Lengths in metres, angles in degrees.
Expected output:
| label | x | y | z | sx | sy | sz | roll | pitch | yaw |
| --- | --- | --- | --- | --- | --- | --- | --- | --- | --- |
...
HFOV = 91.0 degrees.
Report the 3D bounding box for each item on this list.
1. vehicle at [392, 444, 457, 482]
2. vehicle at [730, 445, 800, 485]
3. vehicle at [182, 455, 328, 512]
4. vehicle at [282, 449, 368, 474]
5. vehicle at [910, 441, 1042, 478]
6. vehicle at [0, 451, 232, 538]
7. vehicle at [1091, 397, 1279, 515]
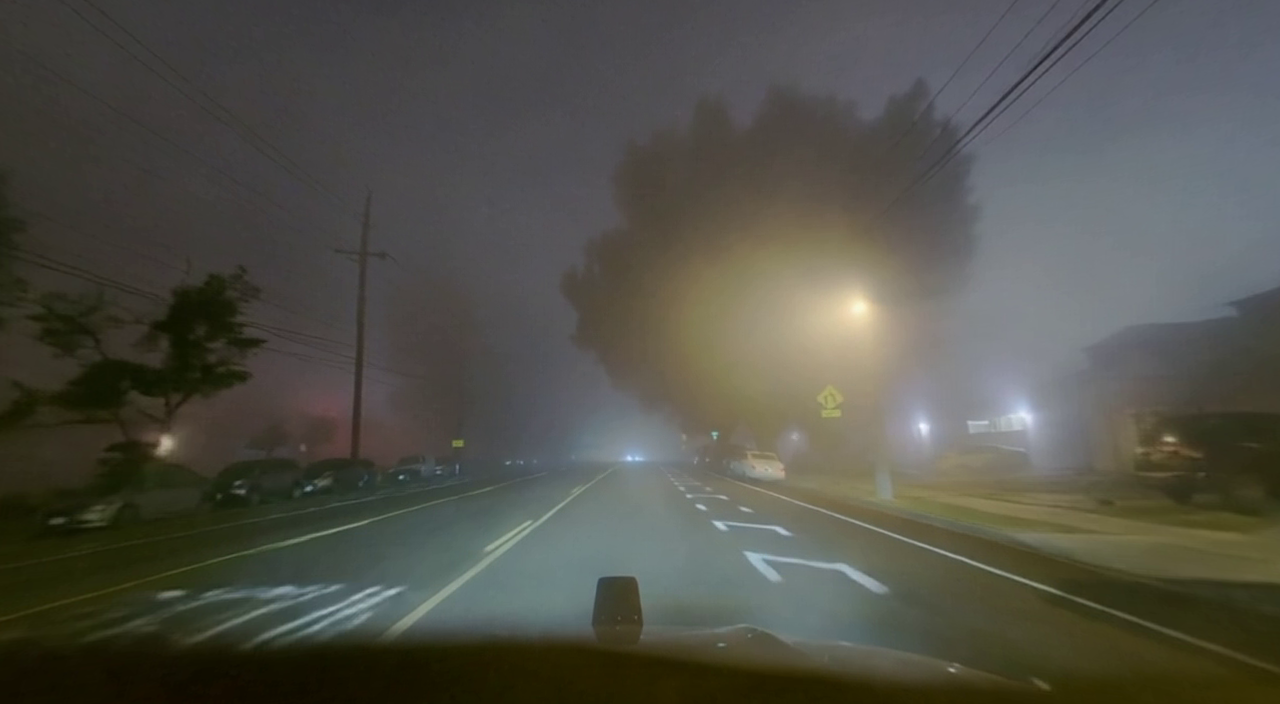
| label | x | y | z | sx | sy | sz | roll | pitch | yaw |
| --- | --- | --- | --- | --- | --- | --- | --- | --- | --- |
| vehicle | -12.143 | 6.258 | 35.789 | 2.116 | 1.875 | 4.675 | -3 | -9 | 0 |
| vehicle | 5.018 | 4.563 | 25.819 | 1.924 | 1.471 | 4.259 | 0 | -8 | -1 |
| vehicle | -12.186 | 4.147 | 20.344 | 1.877 | 1.474 | 4.419 | -2 | -9 | 1 |
| vehicle | -20.828 | 7.265 | 41.763 | 4.601 | 1.613 | 2.030 | 0 | -8 | -2 |
| vehicle | 12.738 | 4.080 | 24.057 | 3.983 | 1.332 | 1.812 | 0 | -8 | 2 |
| vehicle | -12.311 | 3.313 | 15.295 | 1.999 | 1.650 | 4.381 | -3 | -9 | -2 |
| vehicle | 12.399 | 1.888 | 12.041 | 5.672 | 1.951 | 2.249 | -2 | -9 | 0 |
